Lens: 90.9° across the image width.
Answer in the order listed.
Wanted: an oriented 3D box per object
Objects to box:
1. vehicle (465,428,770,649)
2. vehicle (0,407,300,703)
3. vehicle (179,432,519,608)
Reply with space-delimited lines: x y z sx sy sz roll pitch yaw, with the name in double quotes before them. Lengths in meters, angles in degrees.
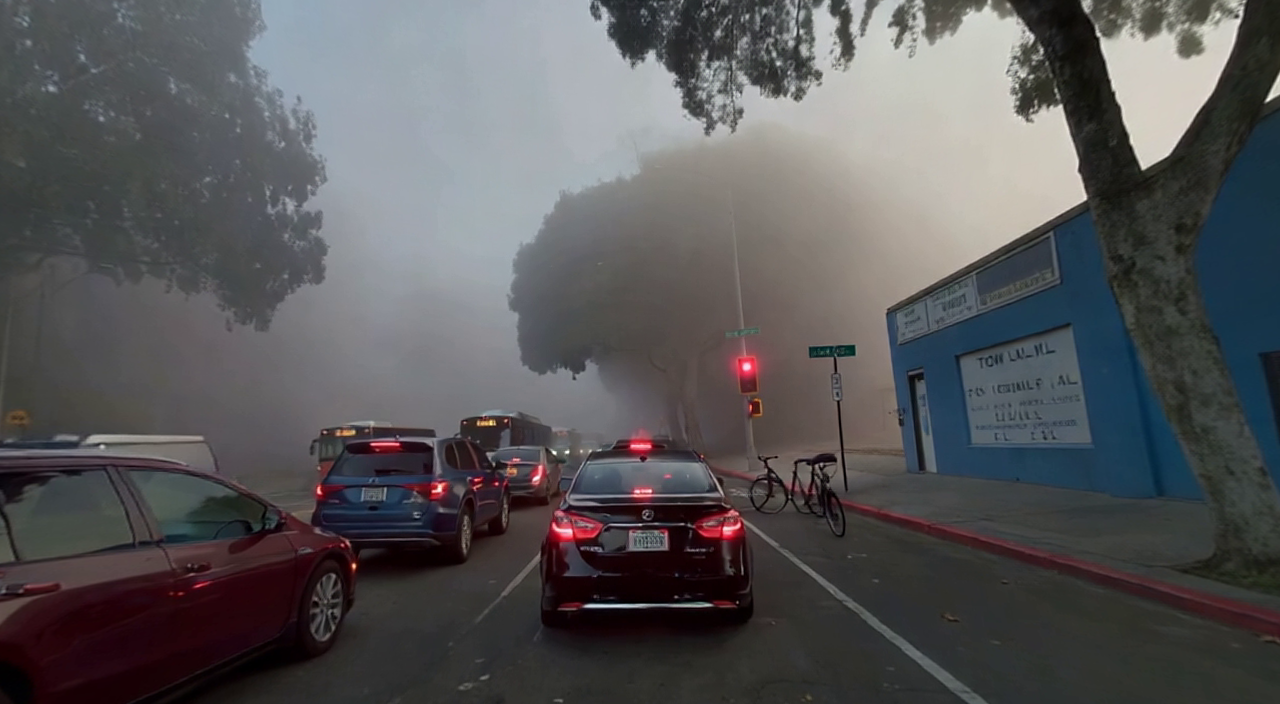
"vehicle" -0.136 1.527 6.167 2.031 1.461 3.763 0 -8 0
"vehicle" -3.165 0.873 1.723 1.867 1.486 4.452 0 -8 2
"vehicle" -2.915 1.760 7.632 1.944 1.481 4.385 0 -8 1
